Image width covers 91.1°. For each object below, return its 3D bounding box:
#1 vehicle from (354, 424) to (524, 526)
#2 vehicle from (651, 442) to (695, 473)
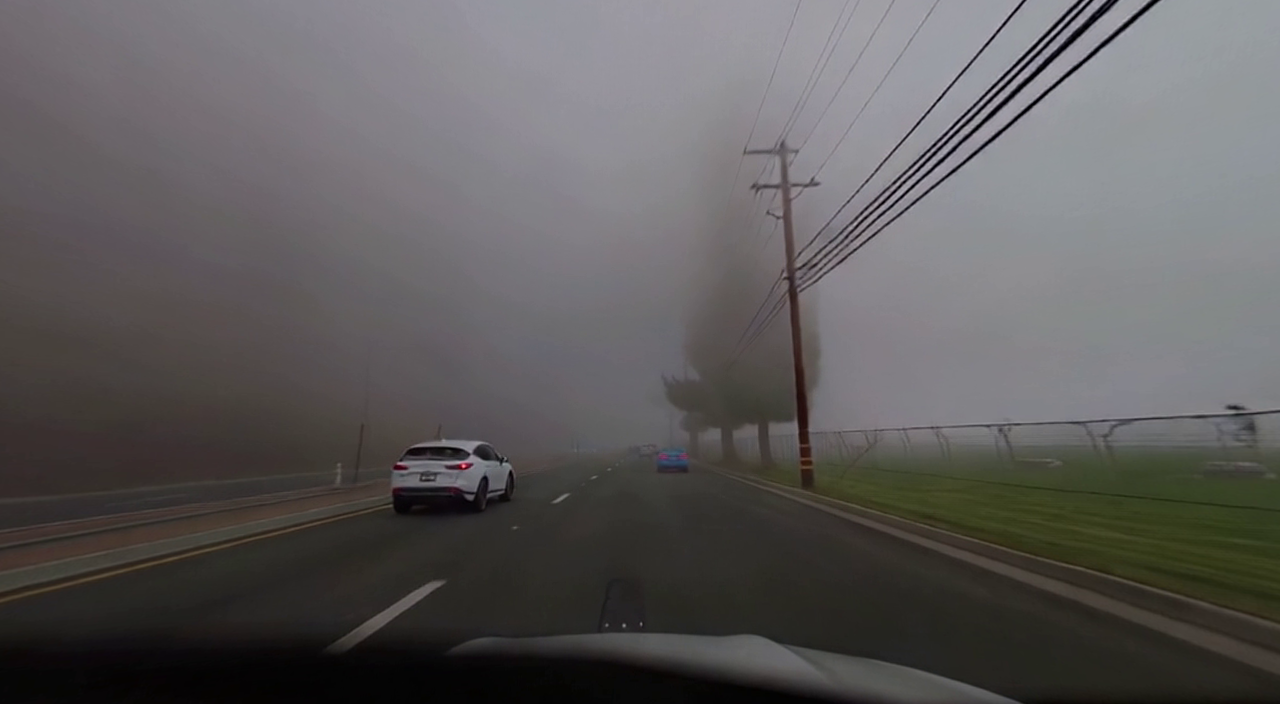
[{"bbox_3d":[-3.800,2.394,12.820,1.950,1.692,4.397,0,-8,1],"label":"vehicle"},{"bbox_3d":[1.596,5.298,31.800,2.059,1.486,3.980,0,-8,1],"label":"vehicle"}]
